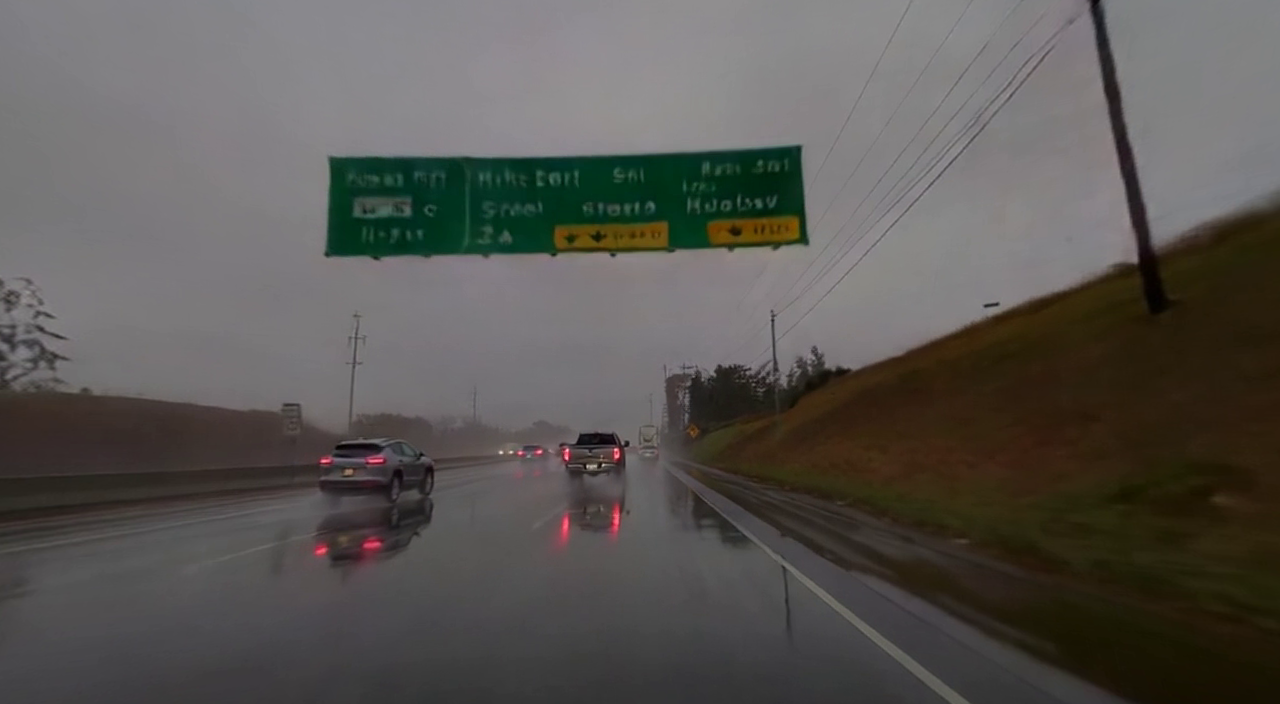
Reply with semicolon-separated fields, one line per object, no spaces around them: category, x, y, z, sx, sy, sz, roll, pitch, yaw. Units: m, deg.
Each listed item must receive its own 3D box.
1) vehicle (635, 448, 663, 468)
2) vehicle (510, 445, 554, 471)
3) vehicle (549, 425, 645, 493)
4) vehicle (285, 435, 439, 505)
vehicle;0.639;8.107;48.413;2.025;1.485;4.310;0;-9;0
vehicle;-7.426;7.314;43.717;2.143;1.688;4.776;0;-9;1
vehicle;-1.334;3.788;22.731;2.972;2.087;6.126;0;-9;0
vehicle;-7.213;3.090;16.971;2.055;1.618;4.457;0;-9;1
